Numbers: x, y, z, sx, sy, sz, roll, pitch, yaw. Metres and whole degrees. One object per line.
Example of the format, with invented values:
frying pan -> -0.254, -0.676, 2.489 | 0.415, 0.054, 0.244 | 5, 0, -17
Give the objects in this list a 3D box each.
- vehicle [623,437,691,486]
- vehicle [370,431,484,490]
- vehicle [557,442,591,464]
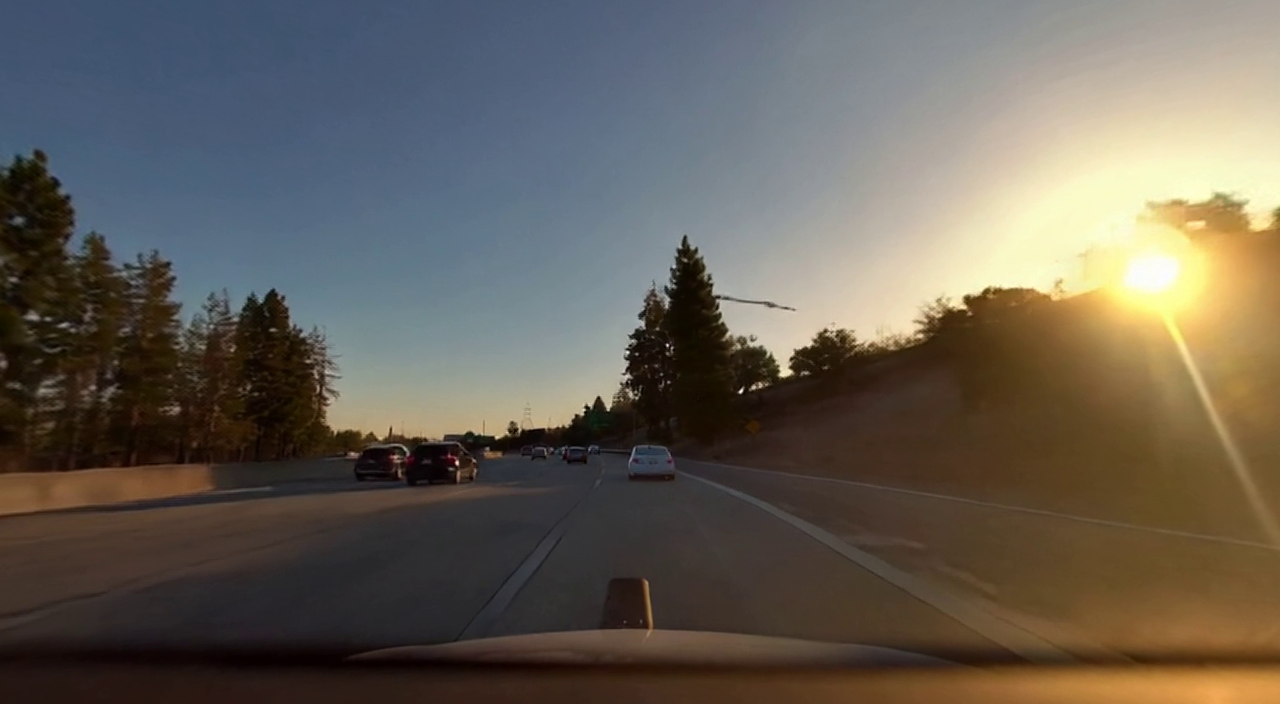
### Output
vehicle -> 0.457, 3.634, 21.153 | 2.051, 1.444, 3.927 | 0, -9, -1
vehicle -> -6.857, 3.565, 20.971 | 2.221, 1.693, 4.631 | 0, -9, -1
vehicle -> -4.741, 7.357, 46.085 | 2.246, 1.519, 4.980 | 0, -9, -3
